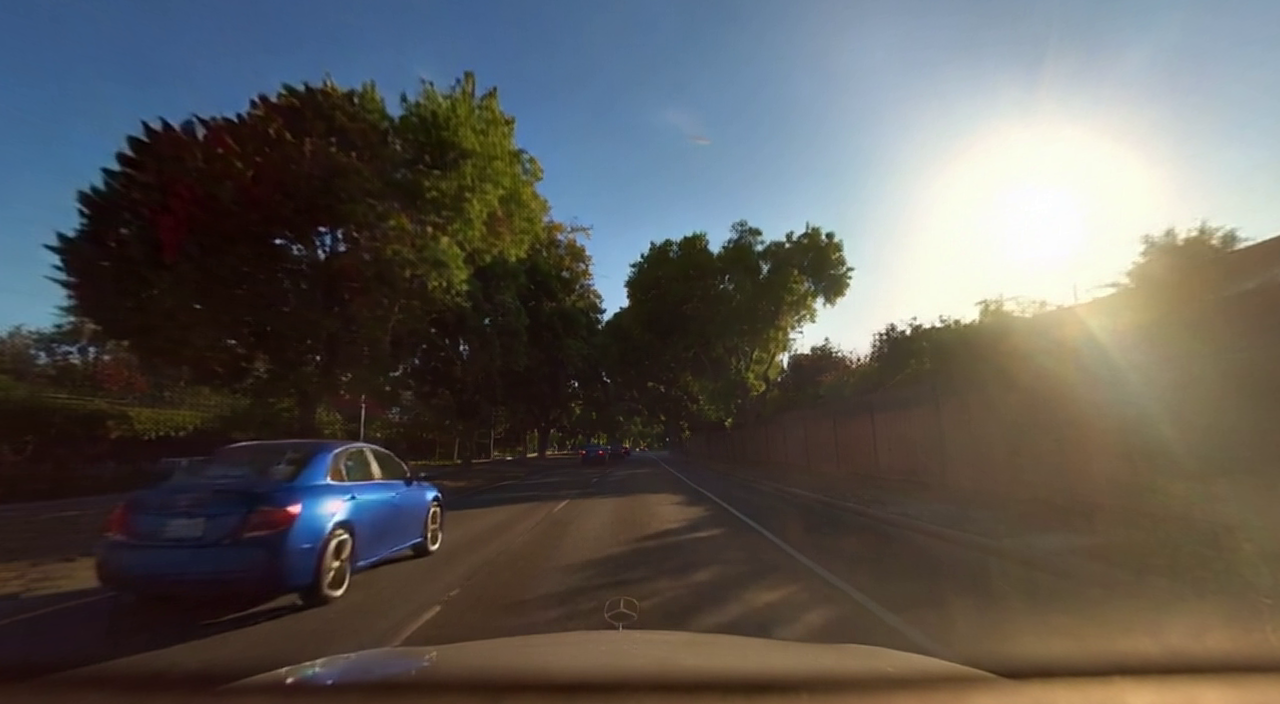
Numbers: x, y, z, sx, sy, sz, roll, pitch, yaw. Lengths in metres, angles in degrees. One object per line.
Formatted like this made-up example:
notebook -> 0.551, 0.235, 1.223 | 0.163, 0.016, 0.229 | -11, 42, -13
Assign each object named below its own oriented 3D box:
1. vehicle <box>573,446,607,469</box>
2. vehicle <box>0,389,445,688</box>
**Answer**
vehicle -> -3.210, 6.928, 41.578 | 1.870, 1.431, 4.317 | 0, -9, 0
vehicle -> -3.473, 1.374, 5.850 | 1.919, 1.650, 4.546 | 0, -9, -1
